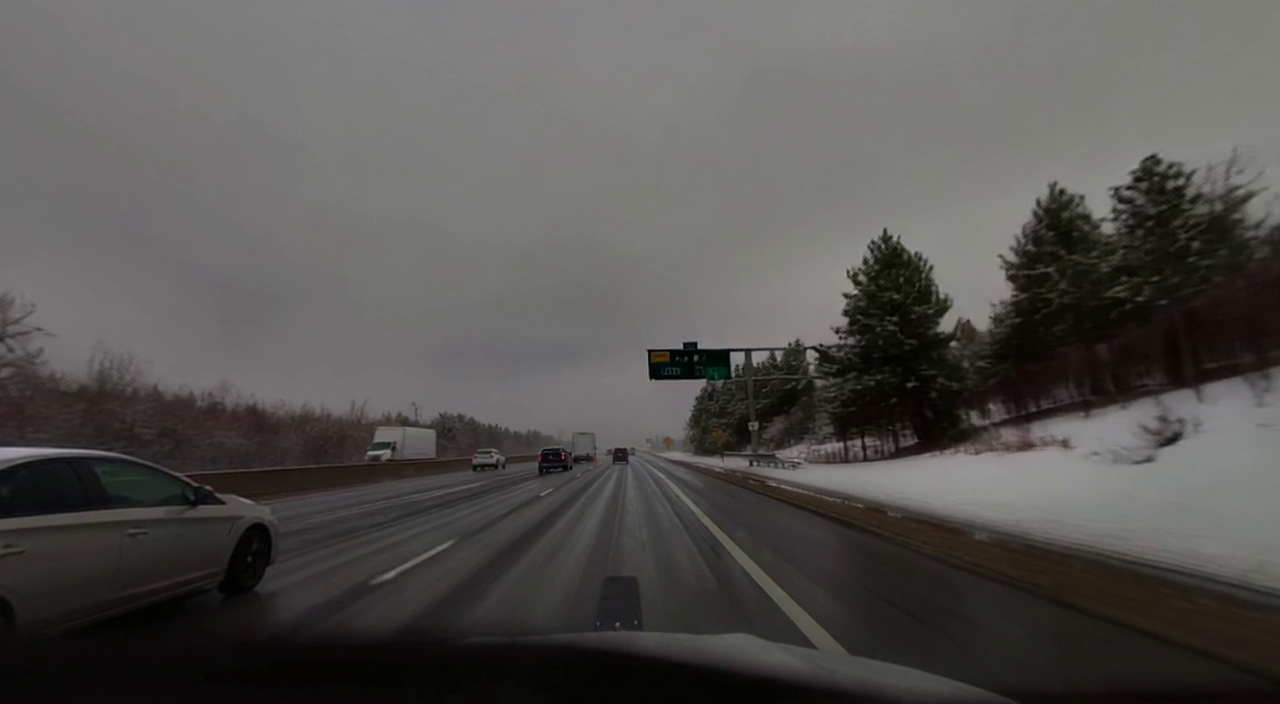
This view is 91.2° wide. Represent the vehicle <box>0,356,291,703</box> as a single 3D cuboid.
[{"bbox_3d":[-3.997,0.935,2.944,2.074,1.779,4.588,0,-9,-1],"label":"vehicle"}]

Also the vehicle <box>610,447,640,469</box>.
[{"bbox_3d":[-1.073,7.644,45.217,2.023,1.479,3.718,0,-9,-1],"label":"vehicle"}]

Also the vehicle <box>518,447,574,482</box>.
[{"bbox_3d":[-4.271,5.163,29.028,1.988,1.477,4.118,0,-9,-1],"label":"vehicle"}]

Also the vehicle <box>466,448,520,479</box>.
[{"bbox_3d":[-7.683,5.845,33.142,1.936,1.516,3.904,0,-9,0],"label":"vehicle"}]
